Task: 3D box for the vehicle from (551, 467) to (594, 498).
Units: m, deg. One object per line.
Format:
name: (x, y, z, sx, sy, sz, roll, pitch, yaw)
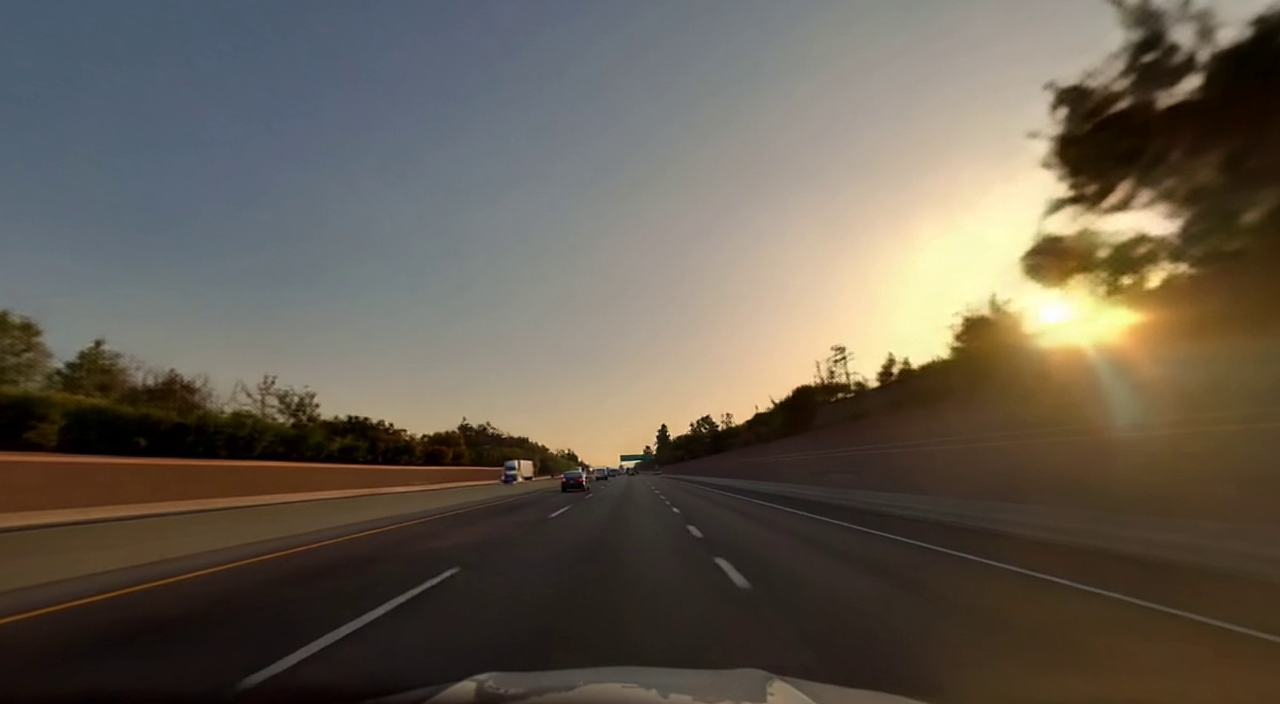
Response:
vehicle: (-3.514, 6.852, 33.278, 1.863, 1.486, 3.852, 1, -10, -1)
